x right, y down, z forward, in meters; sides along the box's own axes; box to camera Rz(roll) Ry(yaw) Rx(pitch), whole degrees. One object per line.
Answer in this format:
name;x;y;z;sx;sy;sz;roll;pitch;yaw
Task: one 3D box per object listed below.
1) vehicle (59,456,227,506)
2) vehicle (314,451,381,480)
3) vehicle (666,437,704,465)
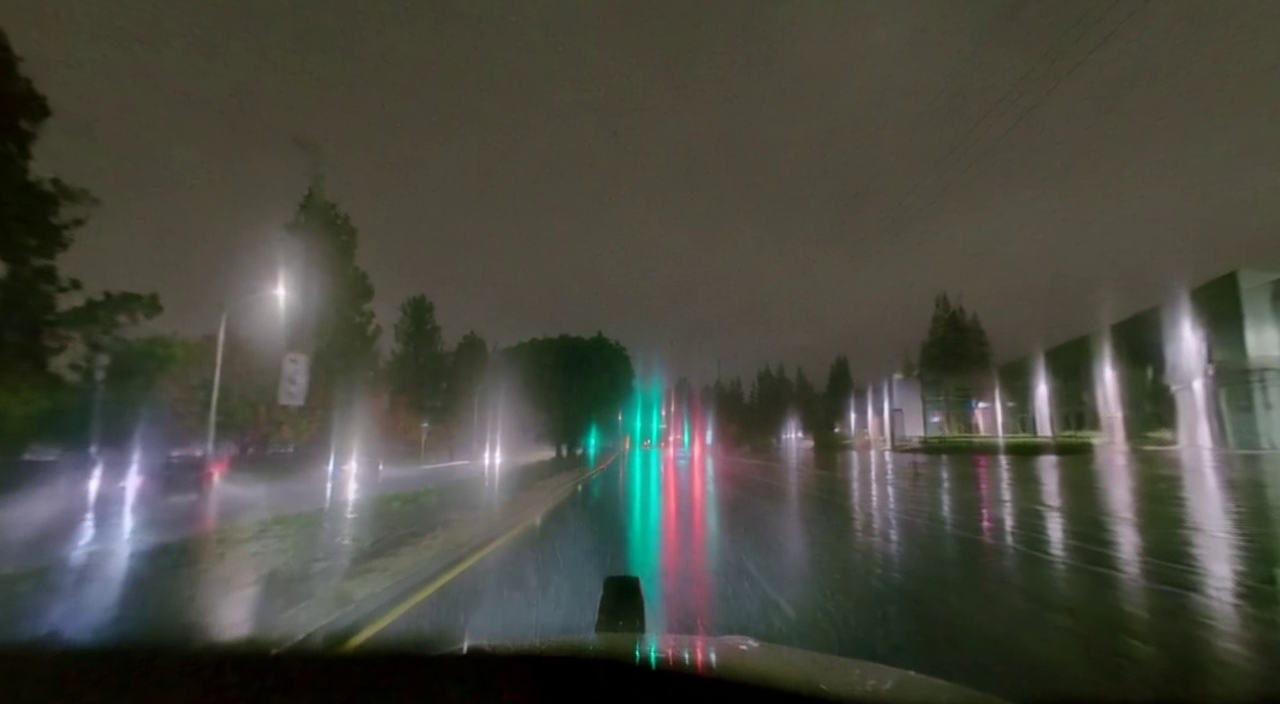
vehicle;-16.840;4.369;21.819;1.908;1.445;4.730;0;-8;1
vehicle;-16.722;6.509;36.326;1.857;1.519;3.969;0;-8;1
vehicle;3.031;6.801;43.615;2.085;1.828;5.383;0;-8;-1
